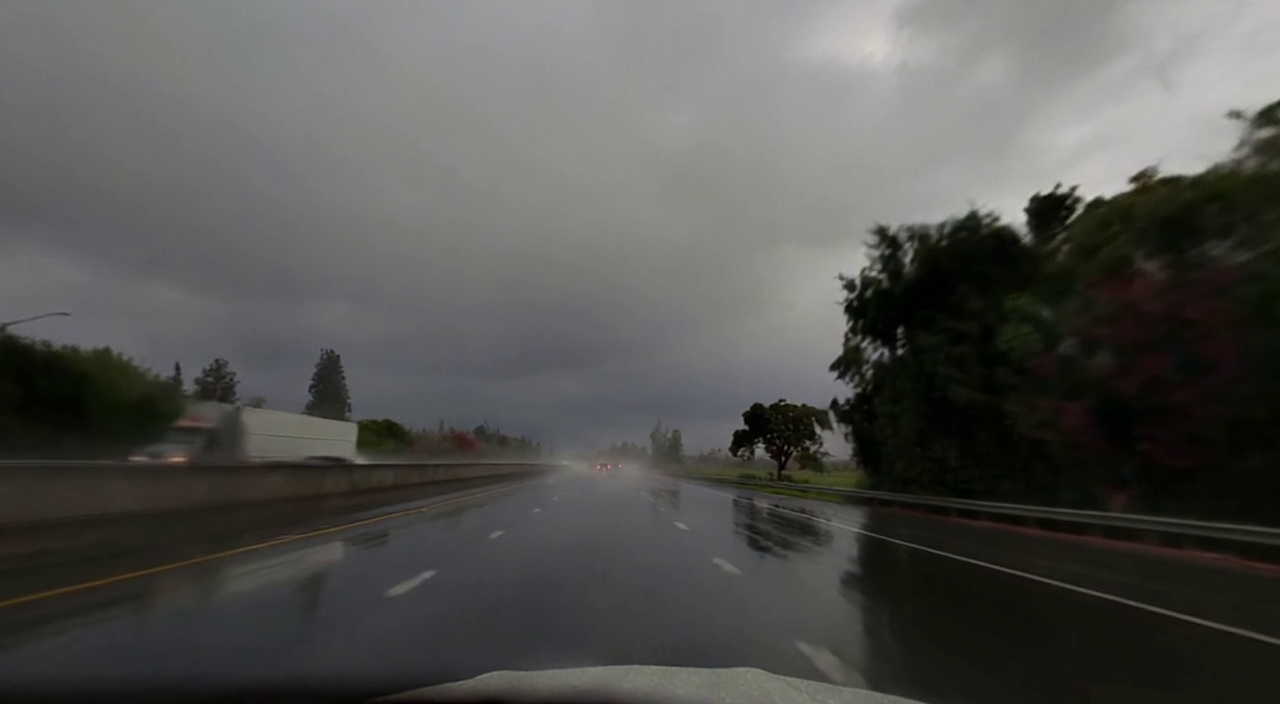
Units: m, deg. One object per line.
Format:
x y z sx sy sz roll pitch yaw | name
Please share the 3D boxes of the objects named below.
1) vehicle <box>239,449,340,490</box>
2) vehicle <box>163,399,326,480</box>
-13.629 4.629 24.796 1.763 1.441 3.984 1 -10 -2 | vehicle
-21.666 5.139 35.566 3.076 3.885 9.801 1 -10 -3 | vehicle
